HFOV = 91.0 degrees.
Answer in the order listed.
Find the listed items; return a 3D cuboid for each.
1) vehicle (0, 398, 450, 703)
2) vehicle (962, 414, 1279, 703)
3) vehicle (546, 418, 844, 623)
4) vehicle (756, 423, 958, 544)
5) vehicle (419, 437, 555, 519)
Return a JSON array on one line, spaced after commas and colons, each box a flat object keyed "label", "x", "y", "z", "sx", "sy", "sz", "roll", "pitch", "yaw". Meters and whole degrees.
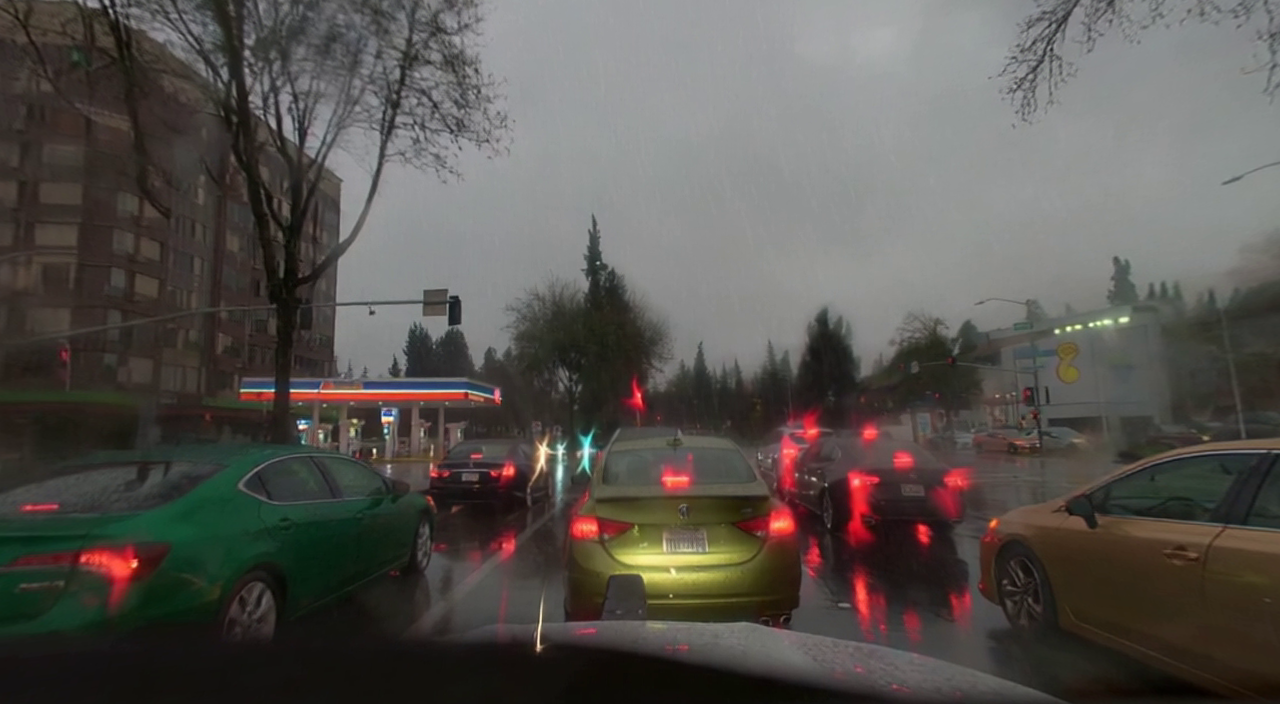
[{"label": "vehicle", "x": -3.016, "y": 1.250, "z": 4.598, "sx": 1.887, "sy": 1.493, "sz": 4.255, "roll": 0, "pitch": -9, "yaw": 1}, {"label": "vehicle", "x": 4.167, "y": 1.136, "z": 3.629, "sx": 1.950, "sy": 1.497, "sz": 4.686, "roll": 0, "pitch": -9, "yaw": -3}, {"label": "vehicle", "x": 0.356, "y": 1.581, "z": 6.922, "sx": 2.220, "sy": 1.507, "sz": 4.317, "roll": 0, "pitch": -9, "yaw": -1}, {"label": "vehicle", "x": 3.374, "y": 2.122, "z": 10.785, "sx": 1.947, "sy": 1.630, "sz": 4.127, "roll": 0, "pitch": -9, "yaw": 0}, {"label": "vehicle", "x": -3.084, "y": 2.637, "z": 13.685, "sx": 1.867, "sy": 1.474, "sz": 4.237, "roll": 0, "pitch": -9, "yaw": 0}]
